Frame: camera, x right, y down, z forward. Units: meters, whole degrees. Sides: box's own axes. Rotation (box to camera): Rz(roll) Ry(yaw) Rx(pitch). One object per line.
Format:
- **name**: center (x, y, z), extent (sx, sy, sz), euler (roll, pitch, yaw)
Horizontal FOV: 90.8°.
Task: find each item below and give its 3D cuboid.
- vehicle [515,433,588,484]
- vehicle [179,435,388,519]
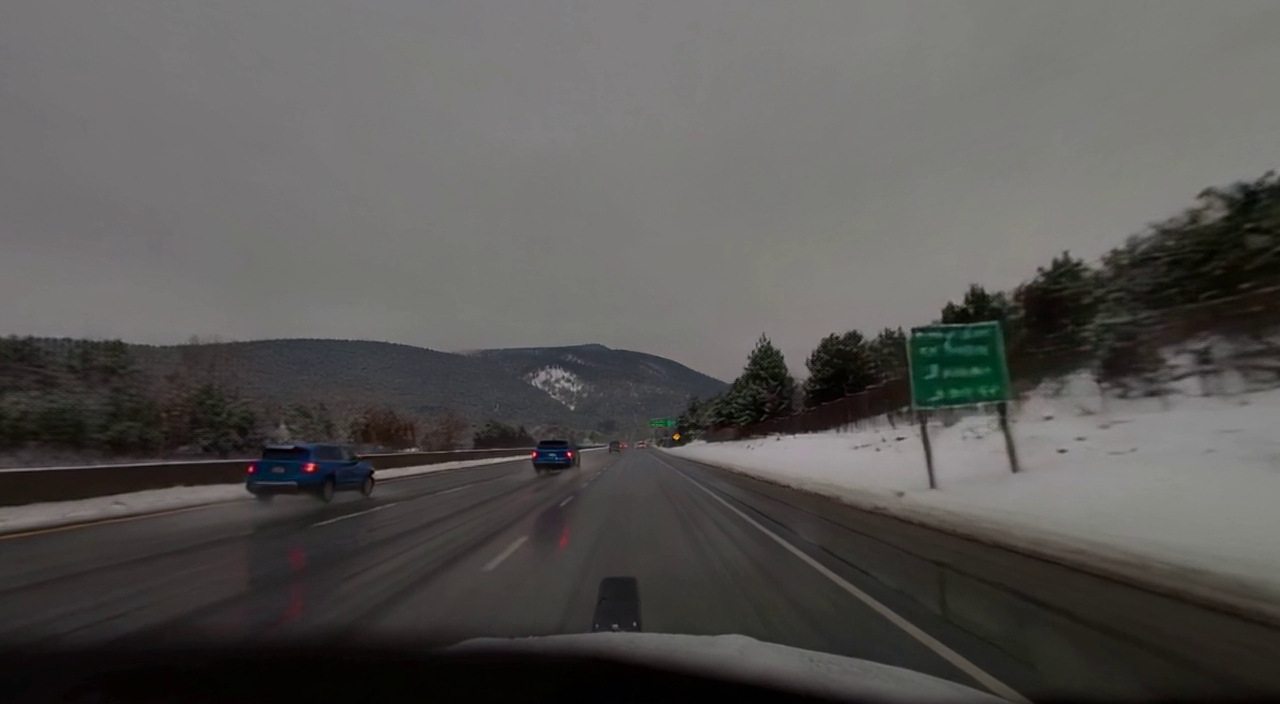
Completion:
- **vehicle**: center (-3.241, 4.024, 24.169), extent (2.029, 1.753, 4.718), euler (0, -9, 1)
- **vehicle**: center (-7.431, 2.632, 13.855), extent (1.930, 1.508, 4.567), euler (0, -9, 0)
